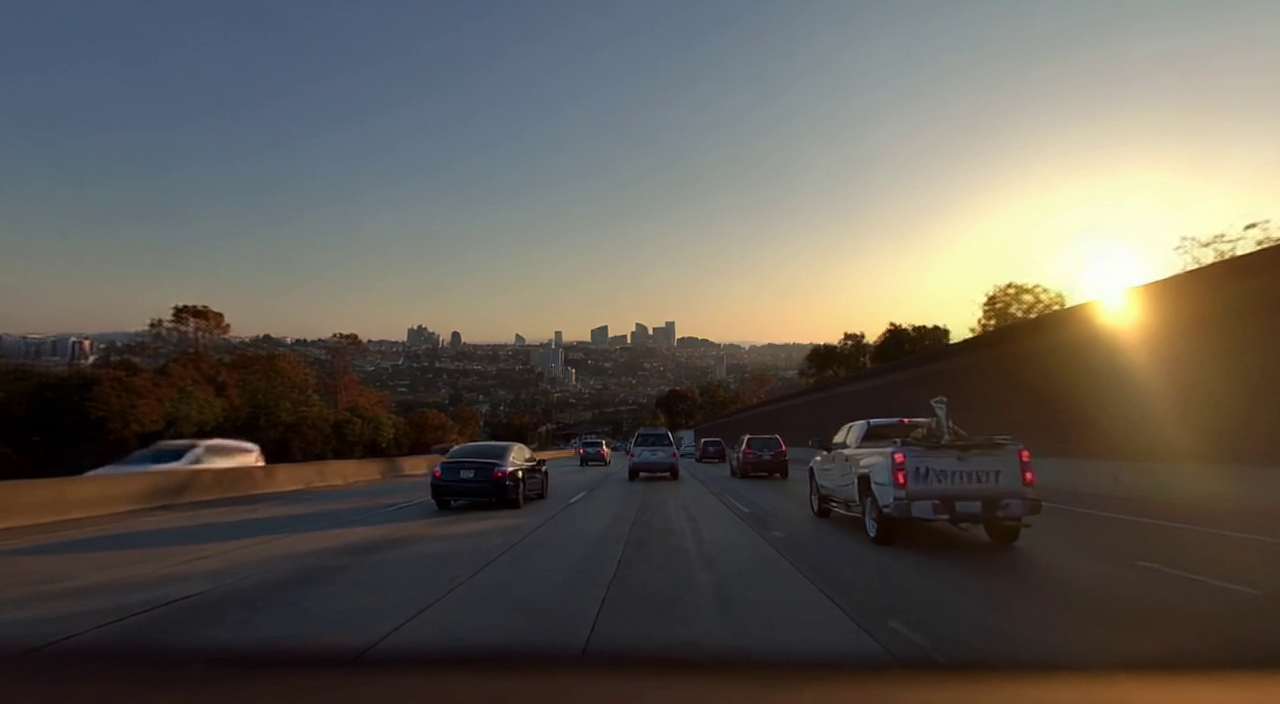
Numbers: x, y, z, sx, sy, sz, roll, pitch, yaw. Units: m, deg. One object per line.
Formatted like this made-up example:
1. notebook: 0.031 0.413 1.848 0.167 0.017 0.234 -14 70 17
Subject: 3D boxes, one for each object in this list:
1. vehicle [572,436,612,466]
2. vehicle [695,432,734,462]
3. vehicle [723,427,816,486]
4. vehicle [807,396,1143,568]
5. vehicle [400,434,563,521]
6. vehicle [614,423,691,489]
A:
1. vehicle: -2.872 5.982 38.336 1.951 1.694 4.188 -1 -8 2
2. vehicle: 4.695 6.076 40.446 2.039 1.832 3.989 -1 -8 1
3. vehicle: 4.037 3.348 20.420 2.094 1.676 4.309 -1 -8 0
4. vehicle: 3.952 1.629 8.623 2.156 1.701 4.494 -1 -8 1
5. vehicle: -3.013 2.503 13.260 1.965 1.443 4.968 -1 -8 2
6. vehicle: 0.376 3.256 20.052 2.153 1.805 4.631 -1 -8 1
